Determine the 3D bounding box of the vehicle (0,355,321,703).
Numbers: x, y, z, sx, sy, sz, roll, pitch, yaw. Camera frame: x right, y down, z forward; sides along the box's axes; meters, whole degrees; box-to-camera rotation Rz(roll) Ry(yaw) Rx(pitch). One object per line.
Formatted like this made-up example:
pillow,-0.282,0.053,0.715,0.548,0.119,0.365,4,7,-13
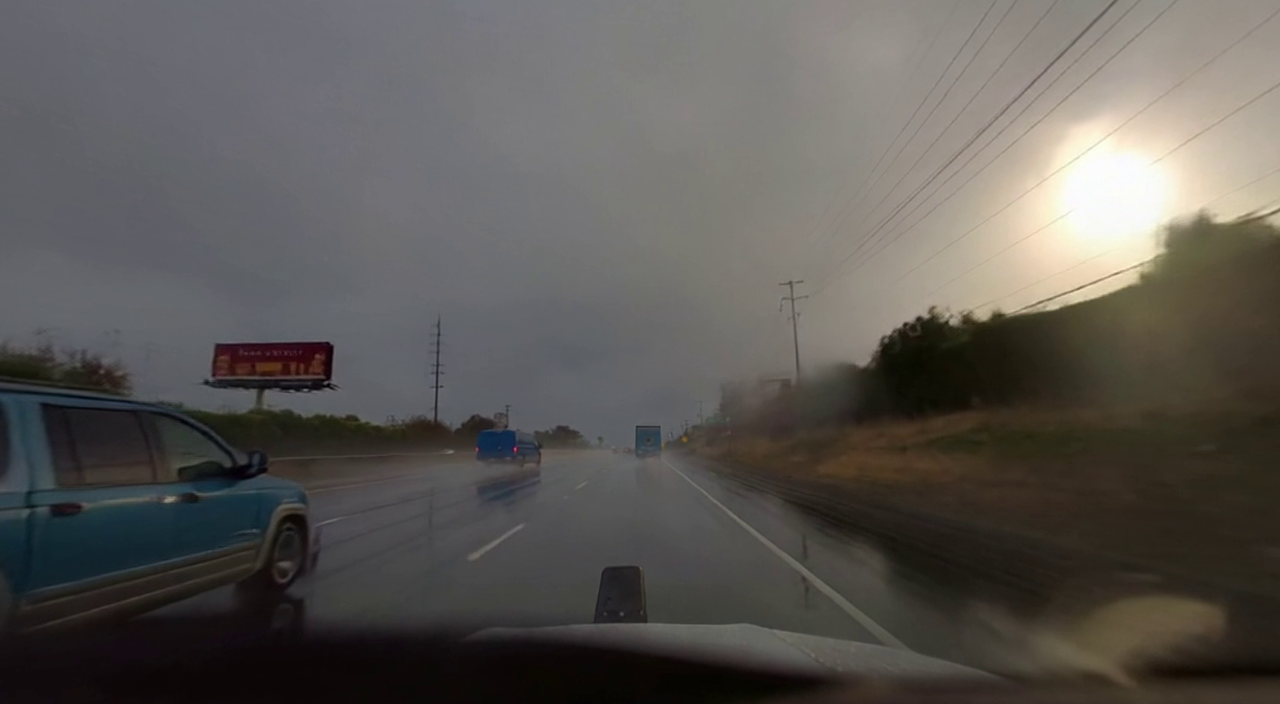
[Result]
vehicle,-3.916,0.940,3.118,2.145,1.730,4.729,0,-8,0

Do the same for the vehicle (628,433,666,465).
vehicle,0.537,7.326,47.533,2.692,2.279,5.695,0,-8,0

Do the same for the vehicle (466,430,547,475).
vehicle,-6.902,5.307,33.450,2.695,2.084,6.836,0,-8,1
